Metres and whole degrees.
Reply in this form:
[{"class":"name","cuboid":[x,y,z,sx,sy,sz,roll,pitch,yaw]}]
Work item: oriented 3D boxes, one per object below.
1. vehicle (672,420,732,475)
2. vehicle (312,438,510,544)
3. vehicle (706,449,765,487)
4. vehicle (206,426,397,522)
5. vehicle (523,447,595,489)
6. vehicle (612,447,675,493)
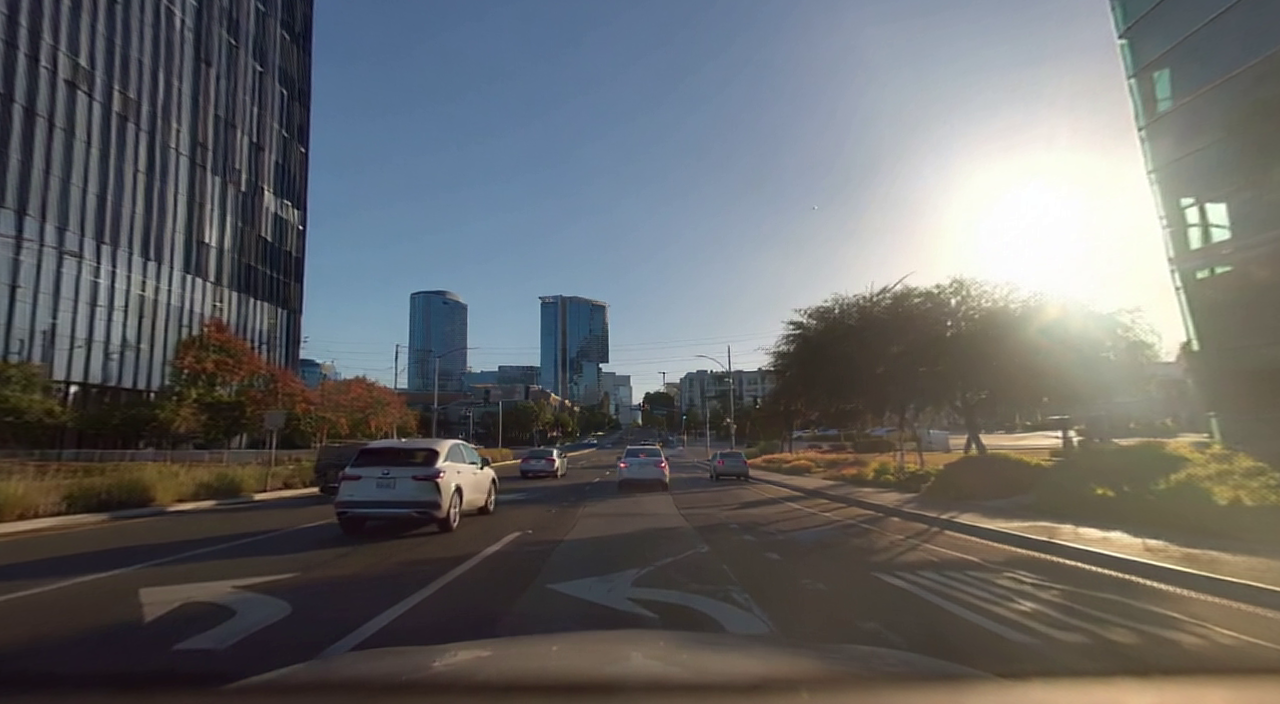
[{"class":"vehicle","cuboid":[4.124,6.834,45.028,3.074,3.316,12.953,0,-9,0]},{"class":"vehicle","cuboid":[-3.780,2.341,11.314,1.933,1.520,4.195,0,-9,0]},{"class":"vehicle","cuboid":[4.093,5.035,27.679,1.940,1.514,4.187,0,-9,0]},{"class":"vehicle","cuboid":[-7.134,2.589,13.853,1.902,1.765,3.973,0,-9,1]},{"class":"vehicle","cuboid":[-3.090,4.537,25.011,2.044,1.508,4.479,0,-9,2]},{"class":"vehicle","cuboid":[0.145,4.361,23.700,2.174,1.509,4.374,0,-9,1]}]
